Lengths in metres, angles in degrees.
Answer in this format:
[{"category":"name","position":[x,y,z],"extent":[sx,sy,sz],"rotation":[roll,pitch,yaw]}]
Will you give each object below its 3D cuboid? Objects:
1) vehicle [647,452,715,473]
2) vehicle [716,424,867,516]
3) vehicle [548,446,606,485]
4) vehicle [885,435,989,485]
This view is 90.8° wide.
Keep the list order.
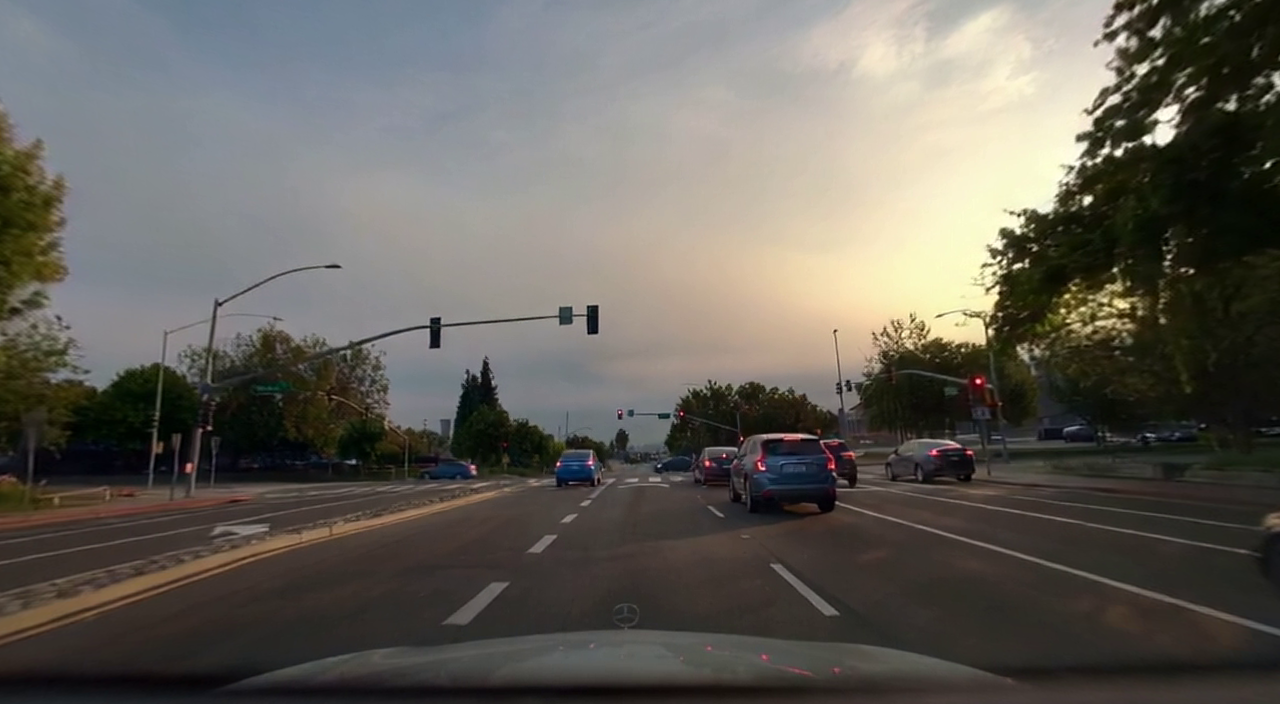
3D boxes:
[{"category":"vehicle","position":[3.012,8.202,46.973],"extent":[4.912,1.479,1.882],"rotation":[-1,-9,0]},{"category":"vehicle","position":[3.204,2.645,14.586],"extent":[2.247,1.738,4.818],"rotation":[0,-9,0]},{"category":"vehicle","position":[-2.632,4.843,27.206],"extent":[1.969,1.513,3.773],"rotation":[-1,-9,2]},{"category":"vehicle","position":[11.459,4.198,24.747],"extent":[1.971,1.746,4.271],"rotation":[0,-9,1]}]
